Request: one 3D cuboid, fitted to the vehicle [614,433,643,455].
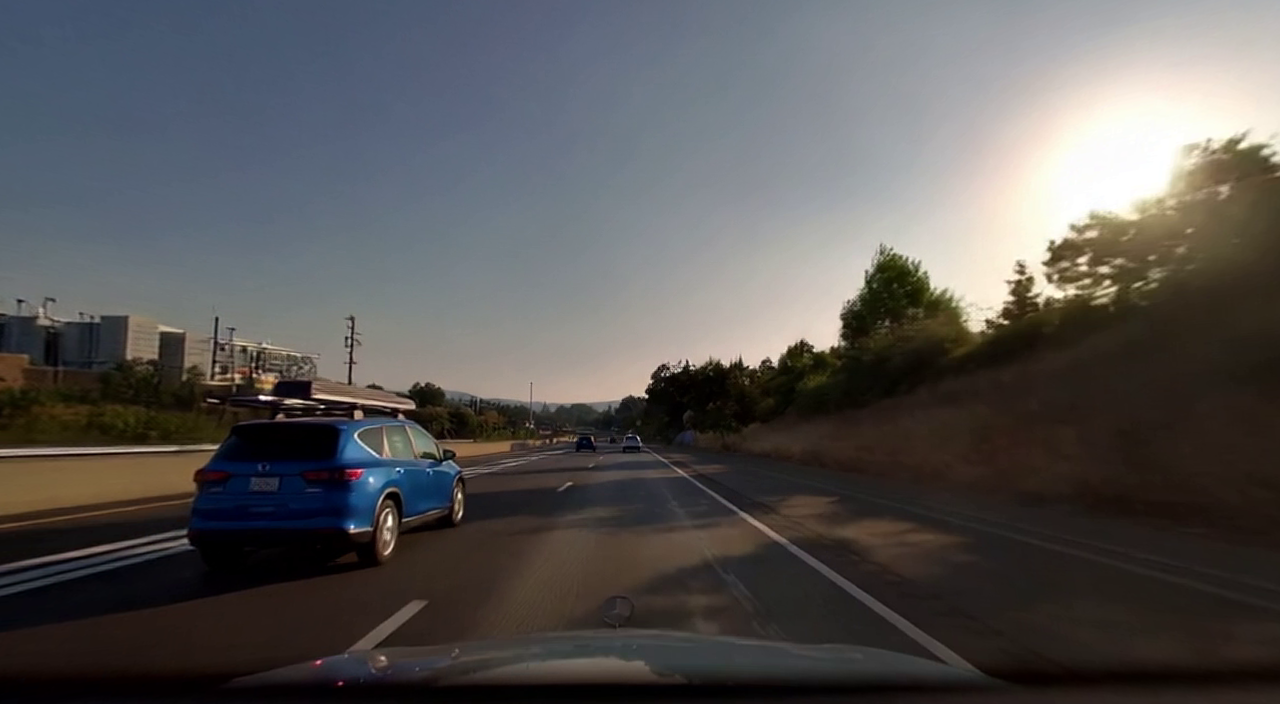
[{"bbox_3d":[-0.855,7.140,49.036,2.151,1.618,3.898,0,-8,-1],"label":"vehicle"}]
